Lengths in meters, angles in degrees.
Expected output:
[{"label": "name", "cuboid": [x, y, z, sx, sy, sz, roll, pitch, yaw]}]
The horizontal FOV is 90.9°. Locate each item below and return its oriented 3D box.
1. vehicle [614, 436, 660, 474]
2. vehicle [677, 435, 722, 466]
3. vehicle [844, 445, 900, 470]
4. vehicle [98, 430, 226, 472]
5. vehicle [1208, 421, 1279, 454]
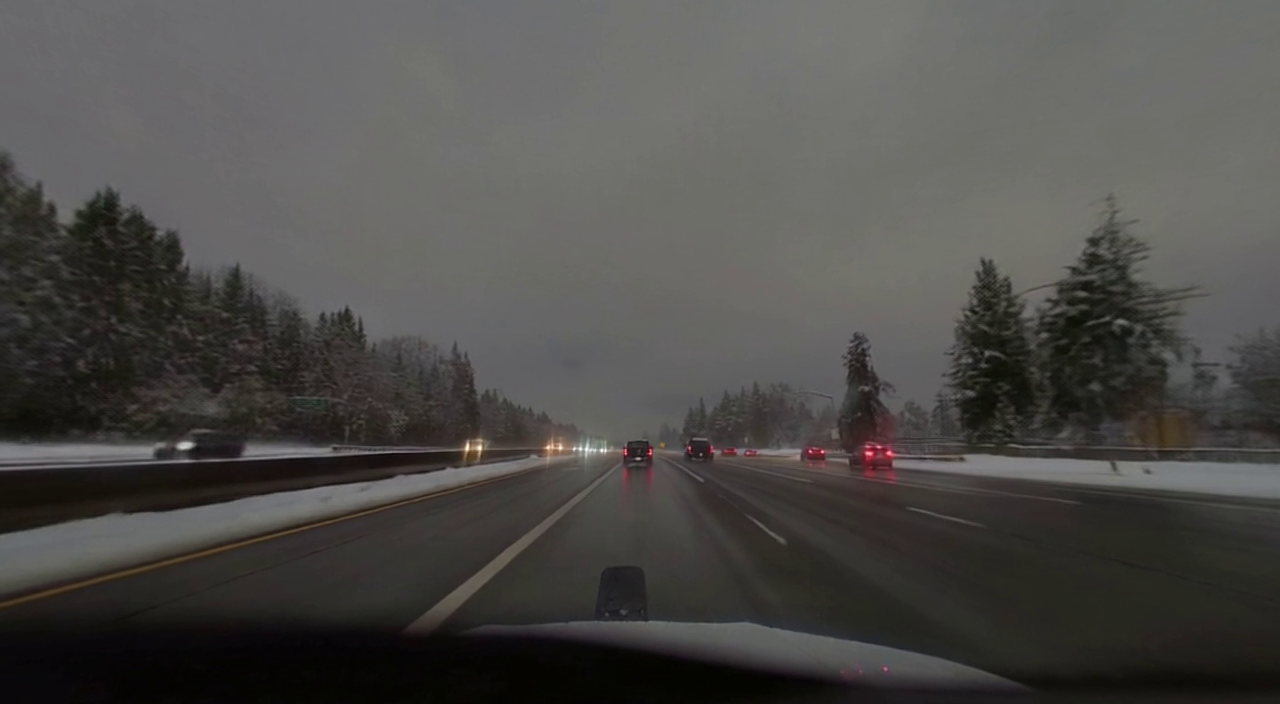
[{"label": "vehicle", "cuboid": [-0.152, 4.974, 30.659, 2.105, 1.711, 4.293, 0, -8, 0]}, {"label": "vehicle", "cuboid": [3.991, 6.787, 43.661, 2.505, 2.020, 5.532, 0, -8, -1]}, {"label": "vehicle", "cuboid": [14.193, 6.460, 38.916, 1.872, 1.459, 4.502, 0, -8, 2]}, {"label": "vehicle", "cuboid": [-22.243, 4.641, 29.670, 2.027, 1.781, 5.017, 0, -8, 0]}, {"label": "vehicle", "cuboid": [34.882, 4.825, 35.183, 4.402, 1.637, 1.847, 1, -10, 5]}]
